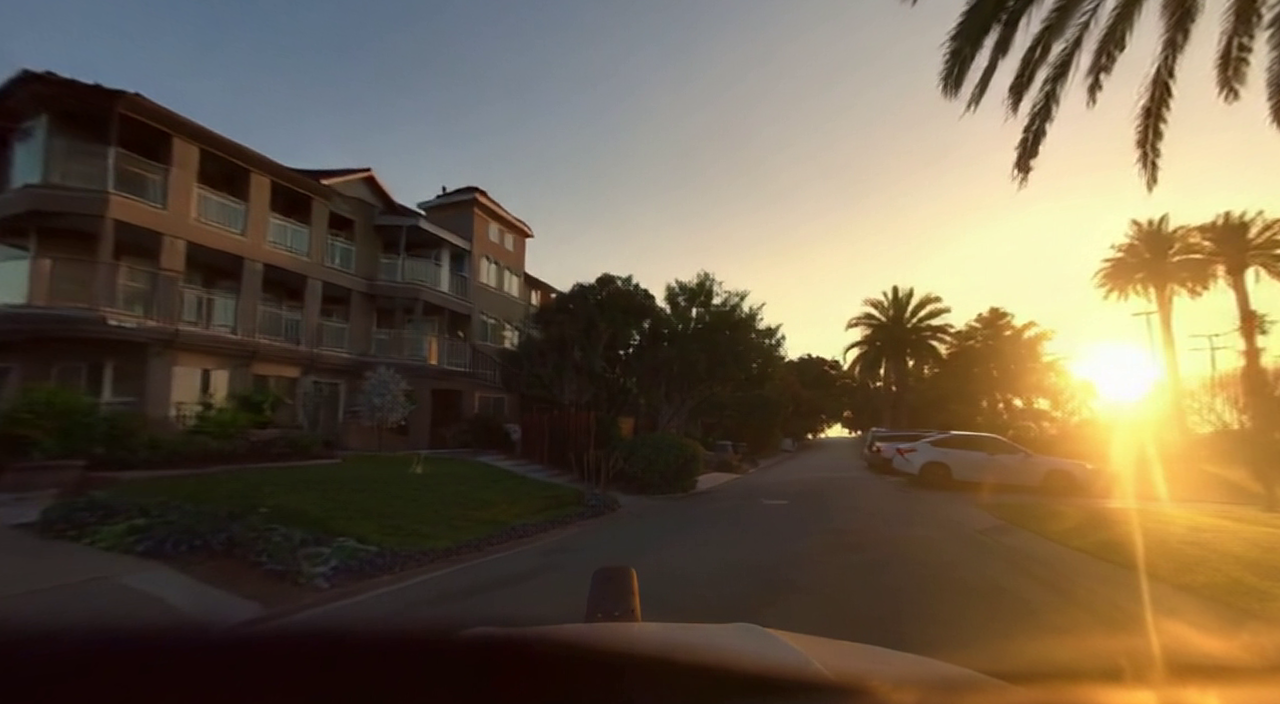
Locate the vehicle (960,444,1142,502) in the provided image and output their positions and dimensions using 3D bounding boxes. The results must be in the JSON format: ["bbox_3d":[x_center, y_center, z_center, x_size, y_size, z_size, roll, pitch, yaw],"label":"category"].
[{"bbox_3d":[11.836,3.518,18.600,4.195,1.446,1.979,-3,-11,25],"label":"vehicle"}]
